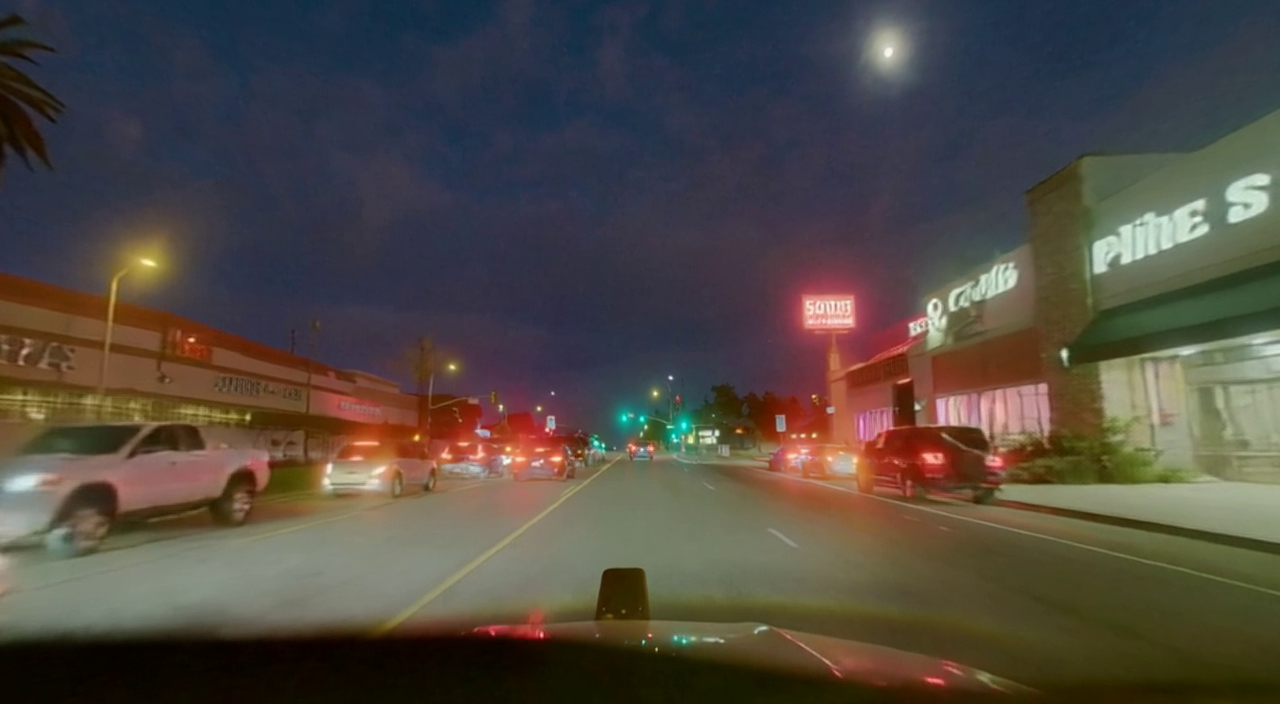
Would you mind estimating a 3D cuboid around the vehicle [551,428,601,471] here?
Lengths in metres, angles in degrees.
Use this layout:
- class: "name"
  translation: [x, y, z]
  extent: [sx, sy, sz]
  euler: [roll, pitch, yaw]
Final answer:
- class: "vehicle"
  translation: [-3.227, 5.062, 32.744]
  extent: [2.158, 2.040, 4.511]
  euler: [0, -9, 0]

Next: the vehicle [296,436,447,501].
- class: "vehicle"
  translation: [-6.969, 3.074, 16.979]
  extent: [2.071, 1.501, 4.339]
  euler: [0, -9, 1]

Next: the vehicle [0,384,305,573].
- class: "vehicle"
  translation: [-6.934, 1.551, 8.295]
  extent: [2.026, 1.735, 5.361]
  euler: [0, -9, 1]

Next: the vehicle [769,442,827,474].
- class: "vehicle"
  translation: [7.815, 5.269, 31.558]
  extent: [1.888, 1.496, 4.294]
  euler: [0, -9, 1]

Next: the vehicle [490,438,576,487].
- class: "vehicle"
  translation: [-3.482, 3.716, 21.465]
  extent: [2.044, 1.462, 4.624]
  euler: [0, -9, 1]

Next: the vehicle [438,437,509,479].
- class: "vehicle"
  translation: [-6.586, 4.229, 25.403]
  extent: [1.668, 1.525, 4.168]
  euler: [0, -9, 1]

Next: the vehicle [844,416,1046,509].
- class: "vehicle"
  translation: [7.366, 2.764, 16.221]
  extent: [2.256, 1.936, 5.838]
  euler: [0, -9, 0]
